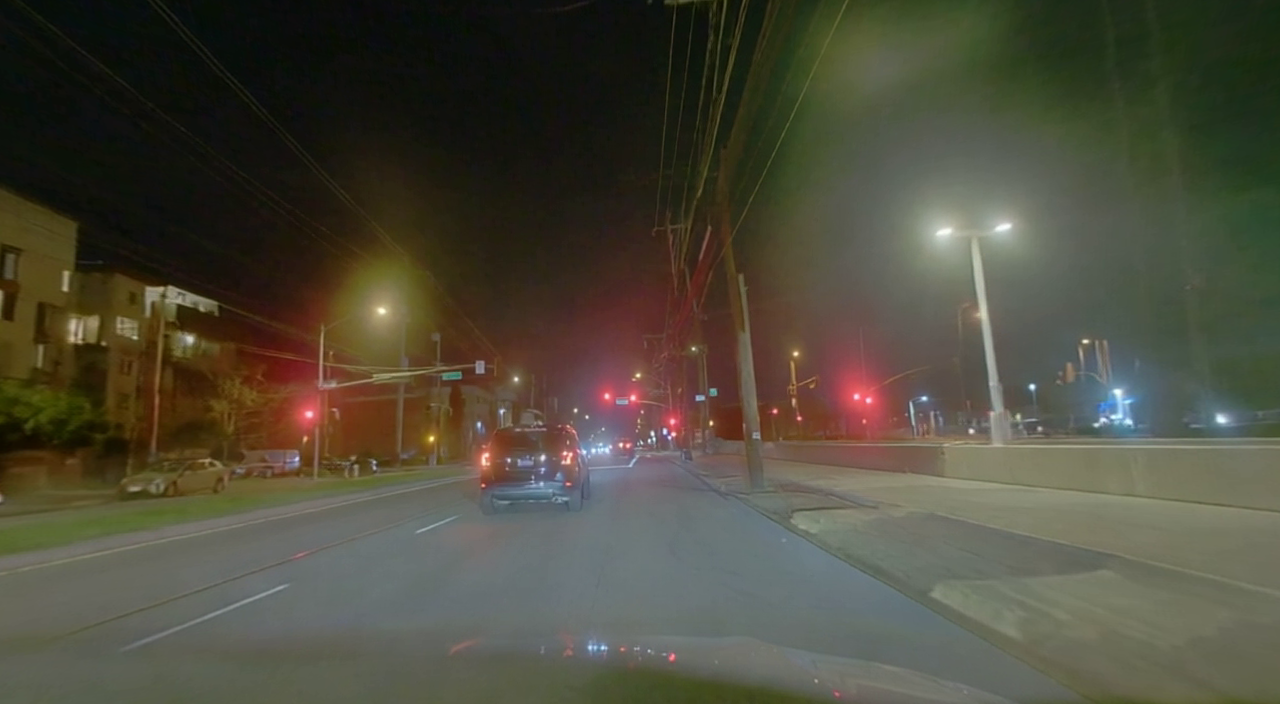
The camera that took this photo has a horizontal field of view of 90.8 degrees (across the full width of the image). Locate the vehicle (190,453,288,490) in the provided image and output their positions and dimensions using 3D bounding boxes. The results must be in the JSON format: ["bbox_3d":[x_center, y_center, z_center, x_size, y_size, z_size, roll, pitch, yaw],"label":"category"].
[{"bbox_3d":[-20.277,6.042,32.193,1.989,1.689,4.388,0,-9,2],"label":"vehicle"}]

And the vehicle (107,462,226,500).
[{"bbox_3d":[-20.332,5.527,27.397,1.790,1.415,4.450,0,-9,-2],"label":"vehicle"}]

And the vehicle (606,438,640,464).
[{"bbox_3d":[-1.101,6.660,42.536,2.144,1.681,3.855,0,-9,0],"label":"vehicle"}]

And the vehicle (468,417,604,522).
[{"bbox_3d":[-1.881,2.295,12.758,2.022,1.757,4.041,0,-9,0],"label":"vehicle"}]

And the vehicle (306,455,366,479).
[{"bbox_3d":[-20.319,7.702,42.443,1.826,1.430,4.426,0,-9,-1],"label":"vehicle"}]
